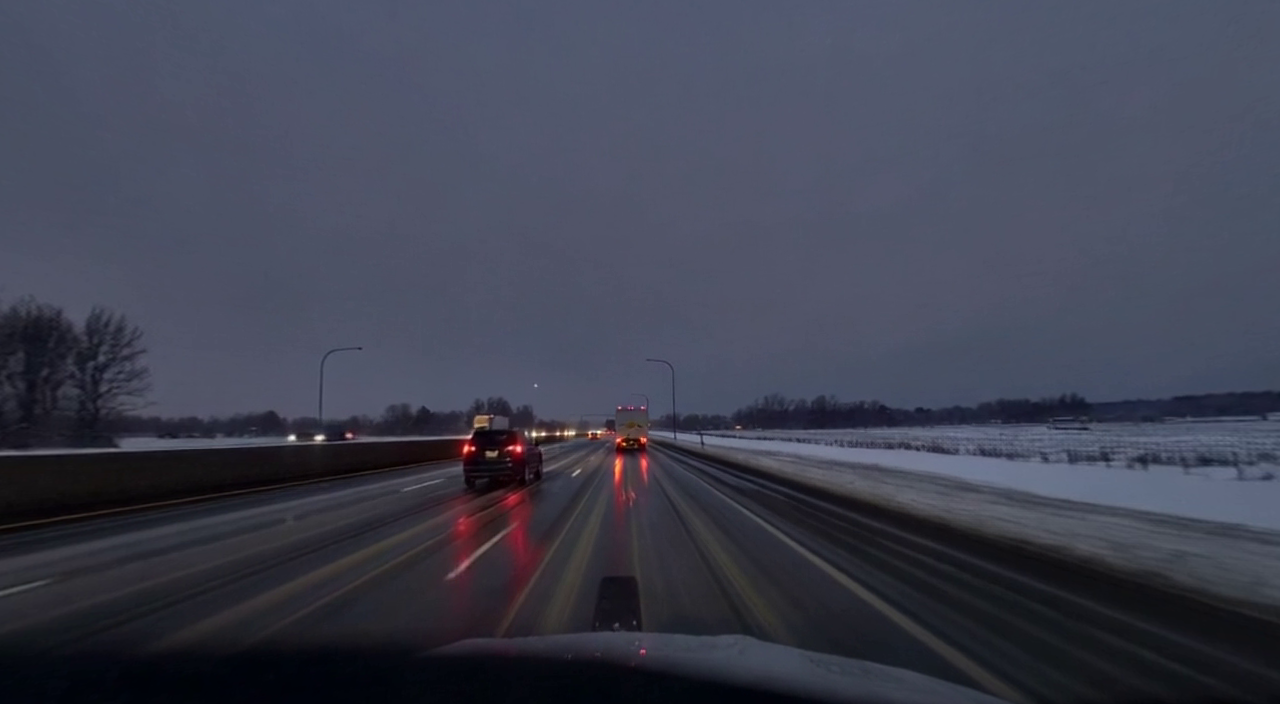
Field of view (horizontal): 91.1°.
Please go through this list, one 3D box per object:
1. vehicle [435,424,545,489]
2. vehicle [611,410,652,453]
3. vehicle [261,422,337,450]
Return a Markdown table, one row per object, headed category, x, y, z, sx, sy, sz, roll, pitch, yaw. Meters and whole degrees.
| category | x | y | z | sx | sy | sz | roll | pitch | yaw |
| --- | --- | --- | --- | --- | --- | --- | --- | --- | --- |
| vehicle | -3.782 | 2.690 | 16.589 | 1.955 | 1.508 | 3.996 | 0 | -8 | 0 |
| vehicle | -0.692 | 5.484 | 43.321 | 2.418 | 2.704 | 6.445 | 0 | -8 | -4 |
| vehicle | -20.161 | 4.997 | 37.425 | 1.897 | 1.523 | 4.794 | 0 | -8 | -1 |
